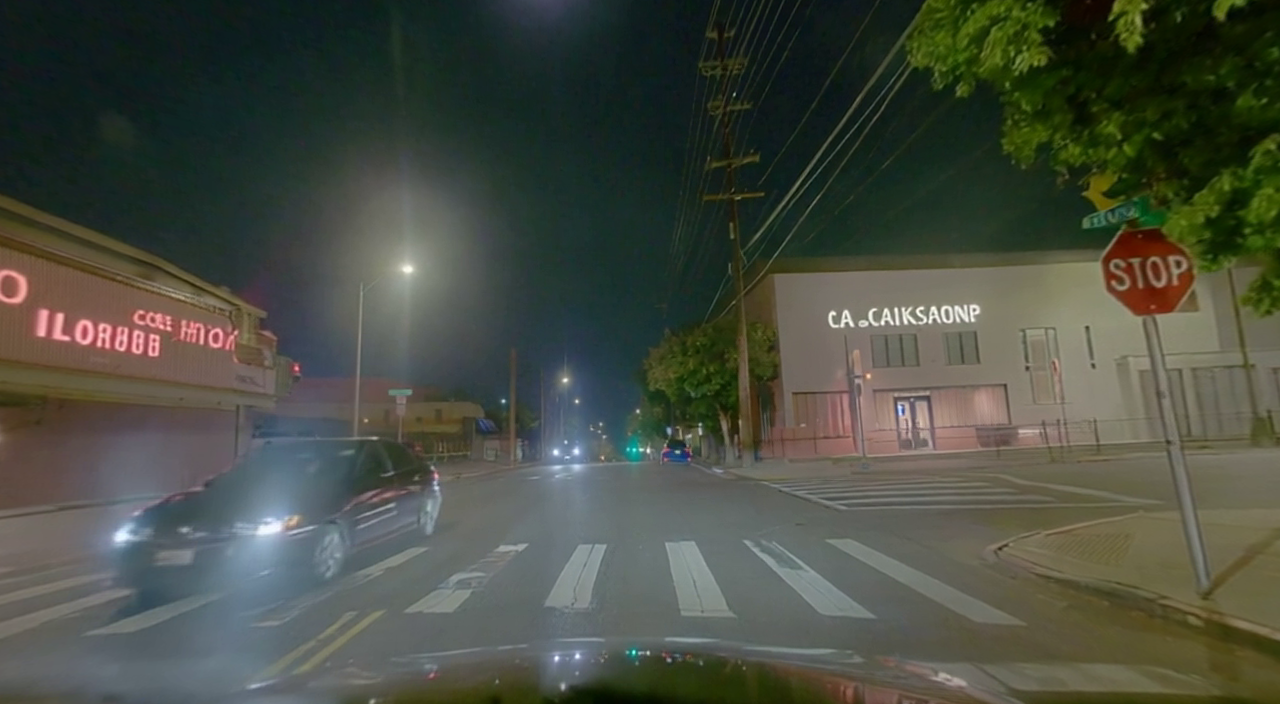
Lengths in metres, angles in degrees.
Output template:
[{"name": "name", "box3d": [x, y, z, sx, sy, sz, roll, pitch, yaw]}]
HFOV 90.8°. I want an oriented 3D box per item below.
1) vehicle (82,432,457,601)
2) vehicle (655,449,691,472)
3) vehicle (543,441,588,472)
[{"name": "vehicle", "box3d": [-4.033, 1.832, 8.086, 2.140, 1.512, 4.536, 0, -8, -1]}, {"name": "vehicle", "box3d": [2.102, 7.032, 41.259, 1.877, 1.373, 3.854, 0, -8, -4]}, {"name": "vehicle", "box3d": [-4.899, 6.936, 42.186, 2.495, 1.966, 4.846, 0, -8, -1]}]
